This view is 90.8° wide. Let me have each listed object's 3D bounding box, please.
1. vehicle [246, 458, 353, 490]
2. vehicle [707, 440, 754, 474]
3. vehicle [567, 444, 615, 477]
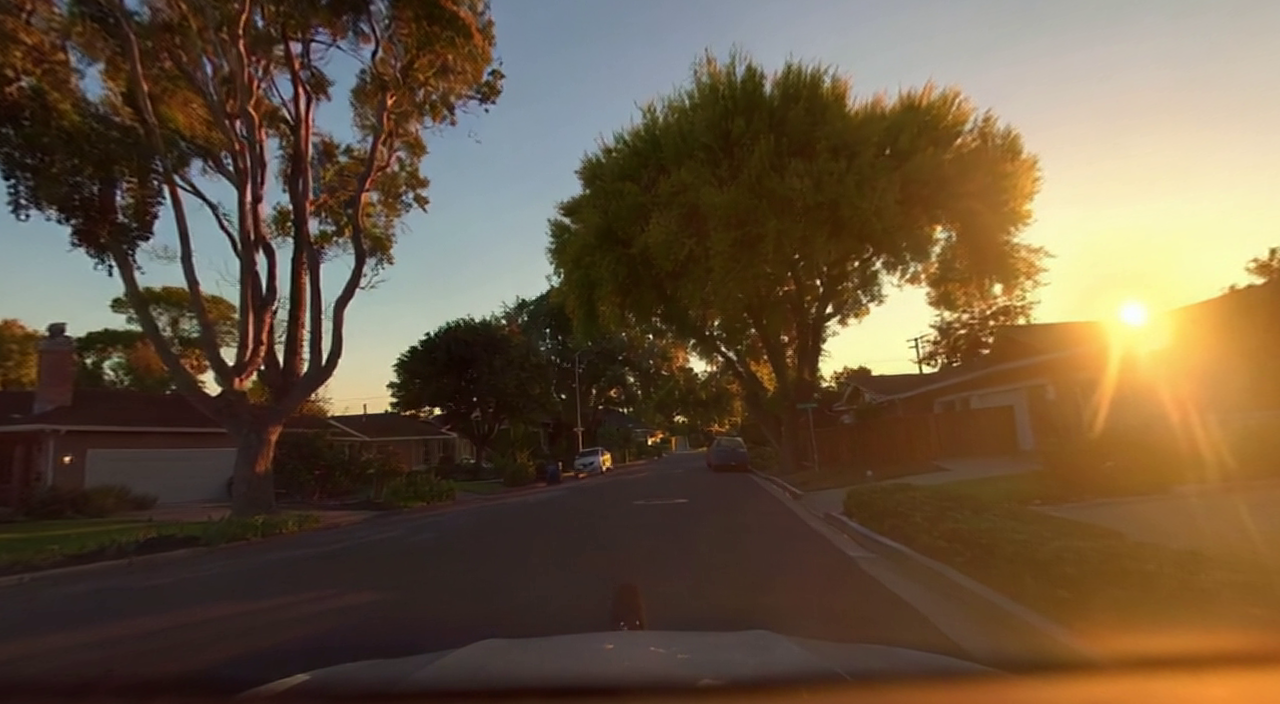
[{"bbox_3d":[-17.258,6.200,32.122,4.404,1.495,1.844,-1,-9,7],"label":"vehicle"},{"bbox_3d":[4.330,5.102,30.887,2.005,1.553,3.984,0,-9,4],"label":"vehicle"},{"bbox_3d":[-3.159,7.107,41.599,2.208,1.834,4.675,-5,-9,5],"label":"vehicle"}]
